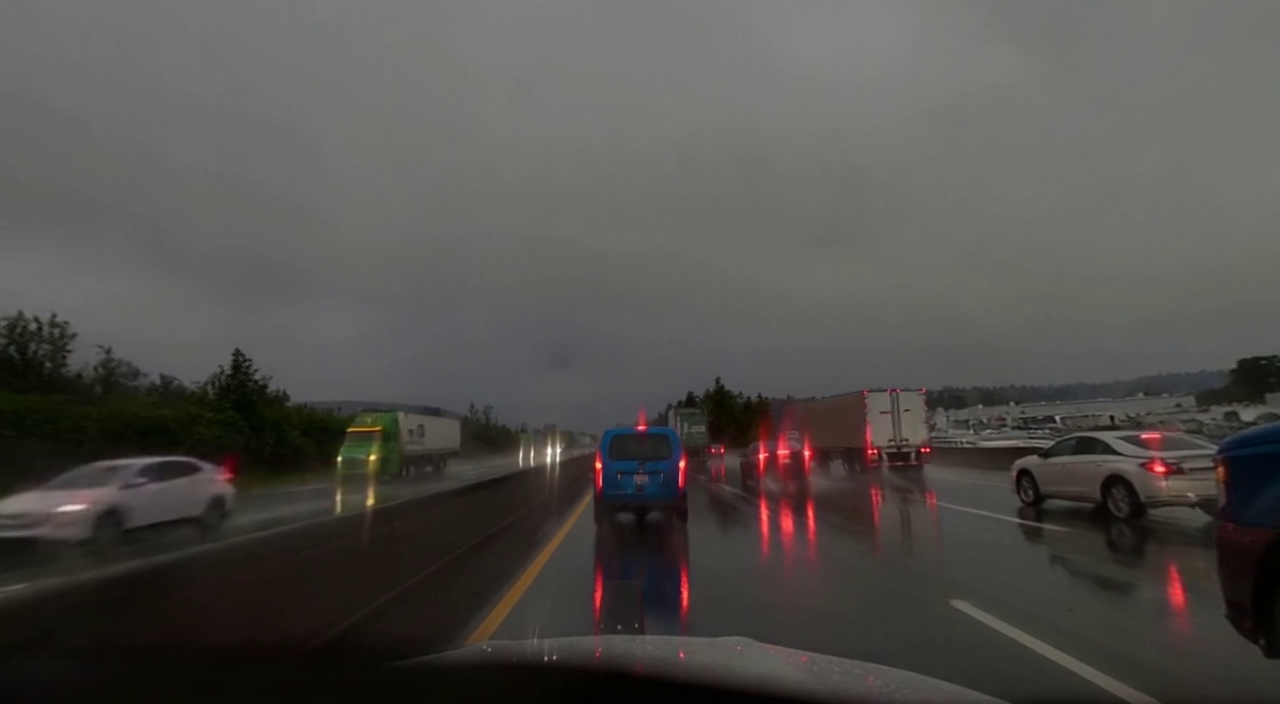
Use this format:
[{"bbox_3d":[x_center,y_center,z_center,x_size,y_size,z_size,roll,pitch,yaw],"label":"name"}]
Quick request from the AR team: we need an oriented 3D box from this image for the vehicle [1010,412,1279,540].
[{"bbox_3d":[8.491,1.955,10.460,1.913,1.652,4.384,0,-9,0],"label":"vehicle"}]

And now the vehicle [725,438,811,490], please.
[{"bbox_3d":[4.005,3.564,20.231,1.859,1.512,3.711,0,-9,-2],"label":"vehicle"}]

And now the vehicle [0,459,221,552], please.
[{"bbox_3d":[-11.470,3.098,13.343,1.925,1.517,4.598,0,-9,0],"label":"vehicle"}]

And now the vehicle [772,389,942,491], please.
[{"bbox_3d":[7.978,3.570,25.133,2.799,3.188,10.578,0,-9,-1],"label":"vehicle"}]

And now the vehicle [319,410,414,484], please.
[{"bbox_3d":[-16.257,5.714,37.806,2.984,4.020,5.983,-1,-9,0],"label":"vehicle"}]

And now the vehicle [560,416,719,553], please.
[{"bbox_3d":[-0.021,1.906,9.556,1.965,1.664,3.428,0,-9,0],"label":"vehicle"}]

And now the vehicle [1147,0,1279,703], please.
[{"bbox_3d":[4.250,-0.387,0.162,2.987,3.877,5.881,0,-9,-1],"label":"vehicle"}]
